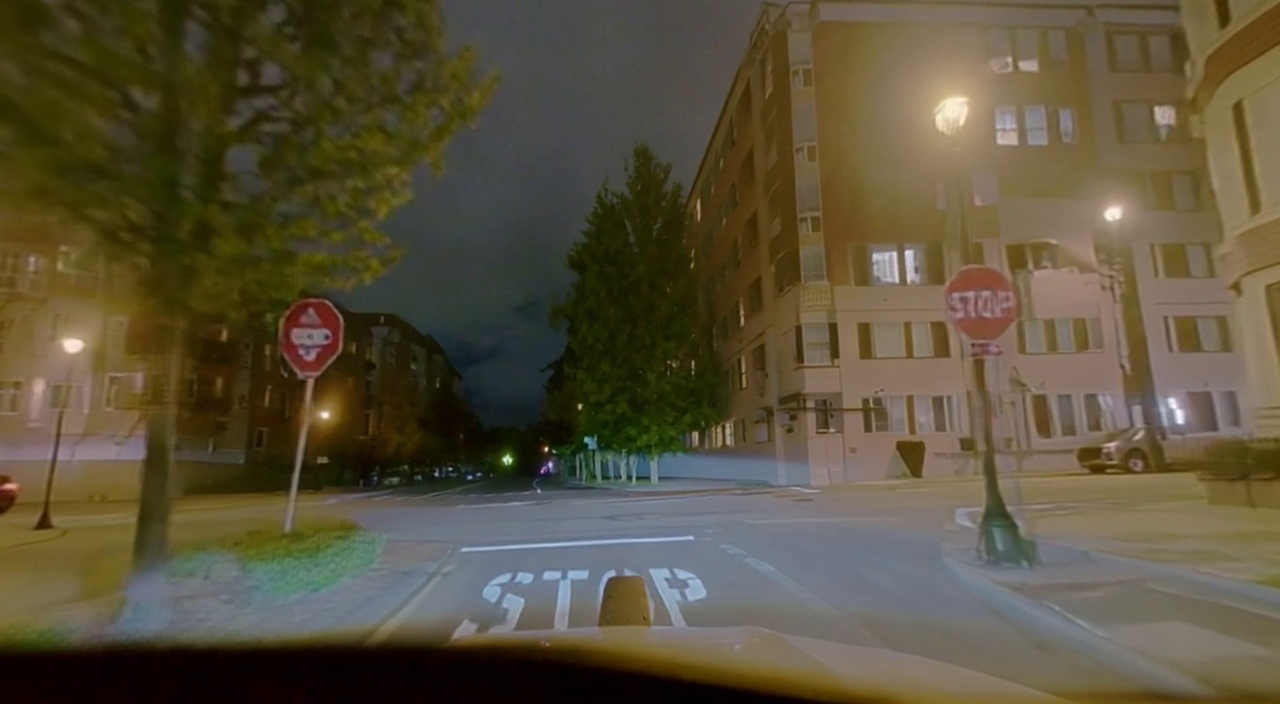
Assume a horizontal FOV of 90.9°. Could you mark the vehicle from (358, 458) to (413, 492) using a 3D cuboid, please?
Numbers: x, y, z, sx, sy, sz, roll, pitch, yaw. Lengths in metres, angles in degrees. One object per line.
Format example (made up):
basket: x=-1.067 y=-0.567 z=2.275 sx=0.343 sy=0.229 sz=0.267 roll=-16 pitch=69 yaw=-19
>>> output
vehicle: x=-13.565 y=6.537 z=33.821 sx=2.027 sy=1.475 sz=4.522 roll=1 pitch=-8 yaw=-13

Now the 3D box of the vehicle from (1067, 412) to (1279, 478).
vehicle: x=18.433 y=3.283 z=22.027 sx=5.213 sy=1.850 sz=2.126 roll=-4 pitch=-10 yaw=4
